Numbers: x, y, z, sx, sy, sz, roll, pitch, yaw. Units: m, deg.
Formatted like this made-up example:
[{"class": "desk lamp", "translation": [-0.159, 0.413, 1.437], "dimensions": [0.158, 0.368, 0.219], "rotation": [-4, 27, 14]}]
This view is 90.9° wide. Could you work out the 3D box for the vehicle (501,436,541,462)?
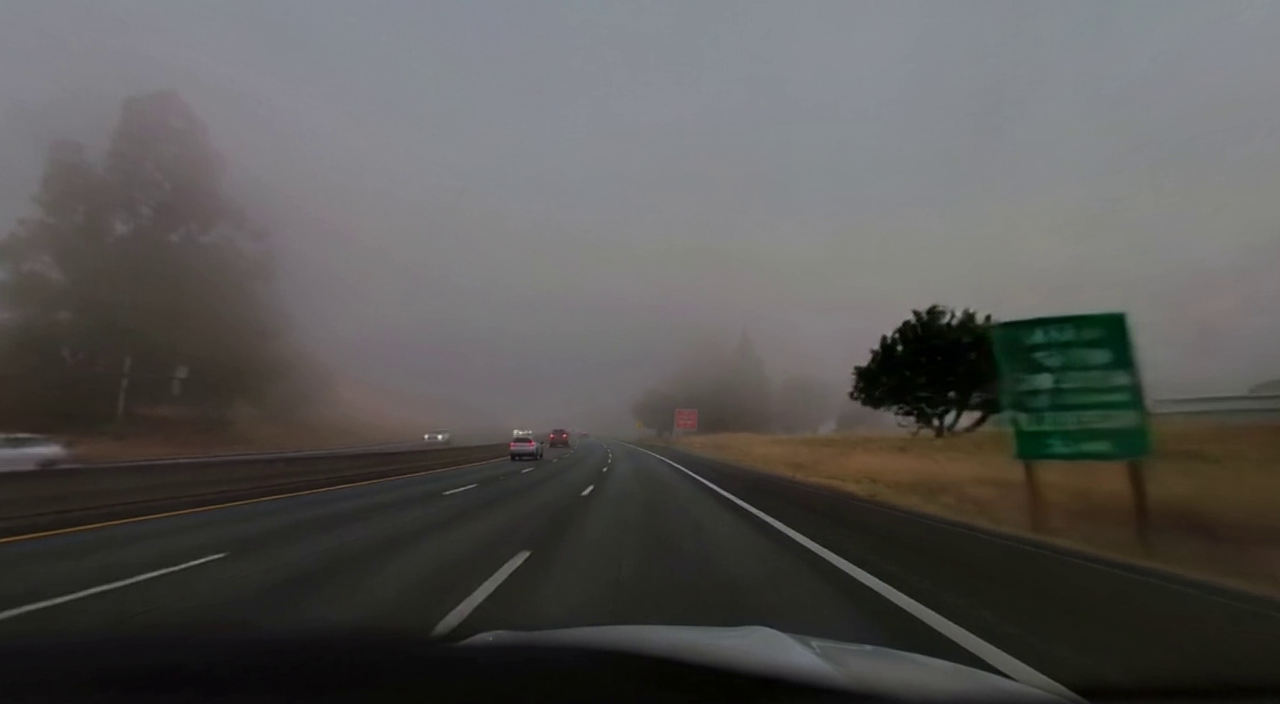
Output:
[{"class": "vehicle", "translation": [-7.763, 6.329, 41.396], "dimensions": [1.931, 1.608, 3.977], "rotation": [0, -8, -2]}]
